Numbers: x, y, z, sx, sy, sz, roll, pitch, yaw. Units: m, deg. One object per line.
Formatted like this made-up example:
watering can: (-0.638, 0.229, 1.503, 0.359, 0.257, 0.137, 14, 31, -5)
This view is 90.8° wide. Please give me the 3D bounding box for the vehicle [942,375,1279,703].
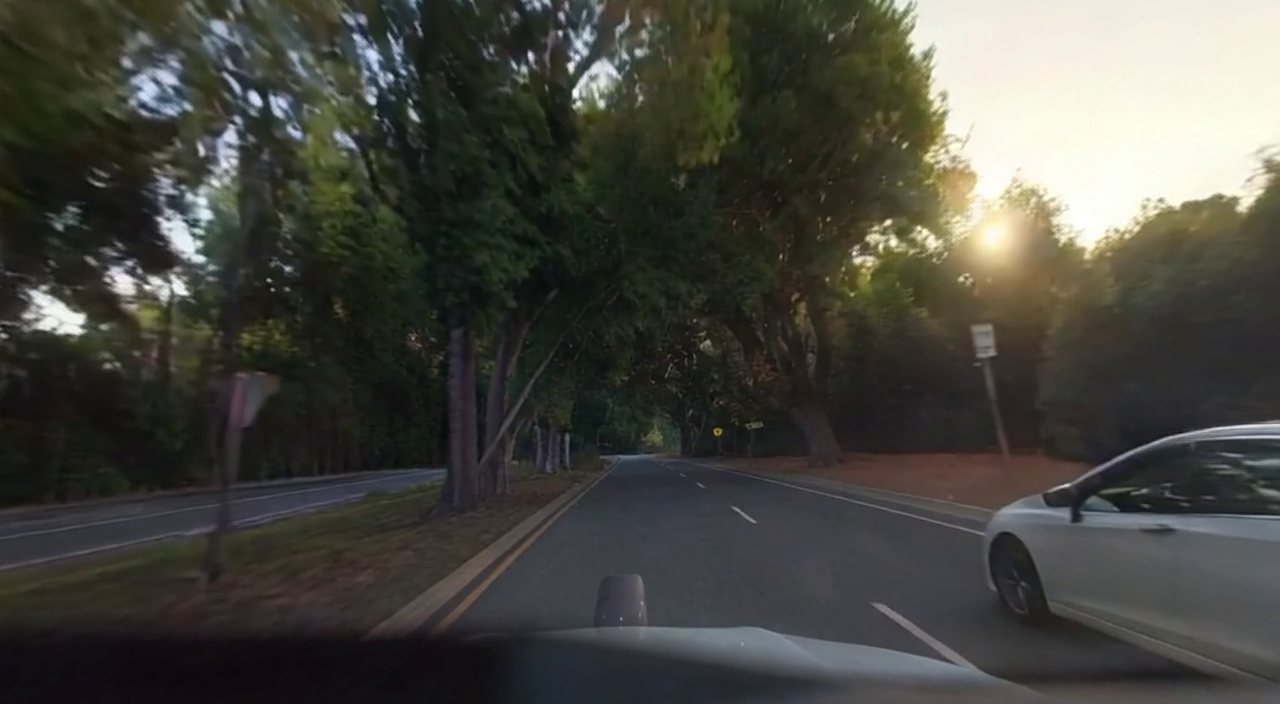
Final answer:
vehicle: (3.644, 0.970, 3.111, 2.060, 1.584, 4.592, 0, -9, 0)
